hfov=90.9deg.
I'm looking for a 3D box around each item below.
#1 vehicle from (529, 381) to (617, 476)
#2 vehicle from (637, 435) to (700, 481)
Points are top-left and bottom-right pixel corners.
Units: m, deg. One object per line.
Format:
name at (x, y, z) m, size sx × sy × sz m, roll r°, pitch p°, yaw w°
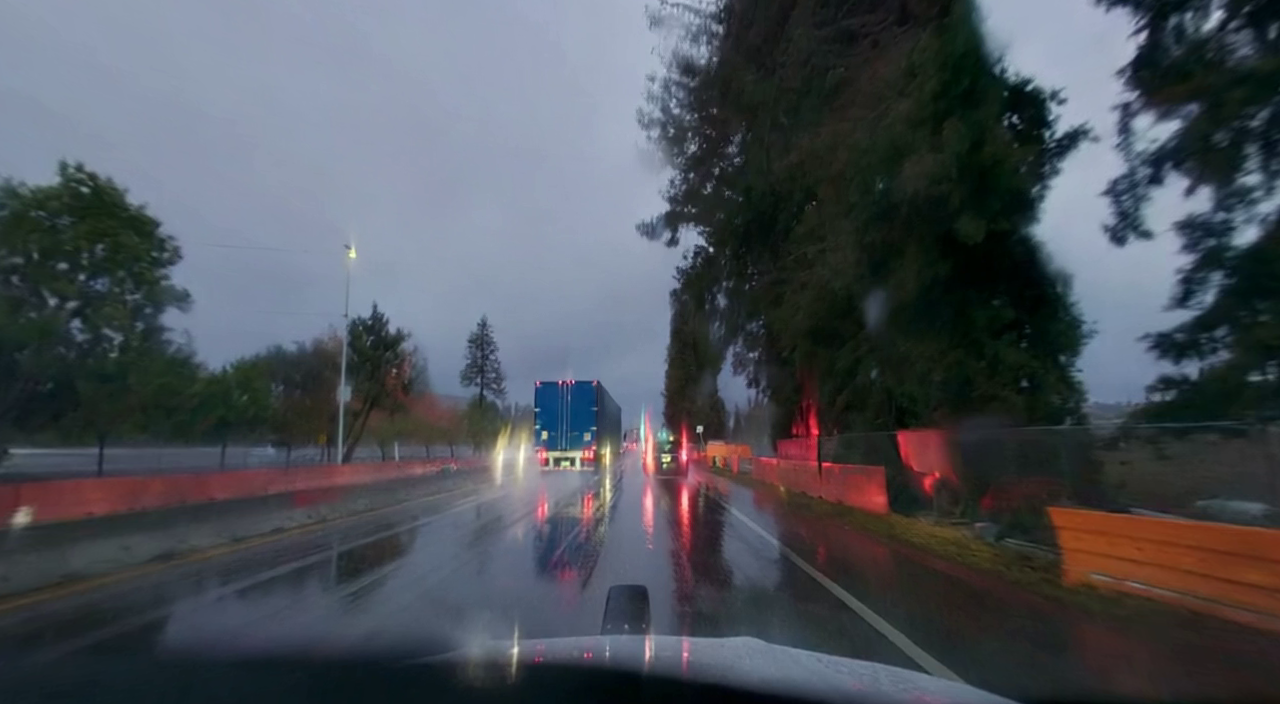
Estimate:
vehicle at (-3.188, 4.439, 35.173) m, size 2.906 × 4.115 × 15.715 m, roll 0°, pitch -8°, yaw 1°
vehicle at (1.038, 4.204, 25.288) m, size 2.304 × 1.675 × 4.462 m, roll 0°, pitch -8°, yaw 0°
